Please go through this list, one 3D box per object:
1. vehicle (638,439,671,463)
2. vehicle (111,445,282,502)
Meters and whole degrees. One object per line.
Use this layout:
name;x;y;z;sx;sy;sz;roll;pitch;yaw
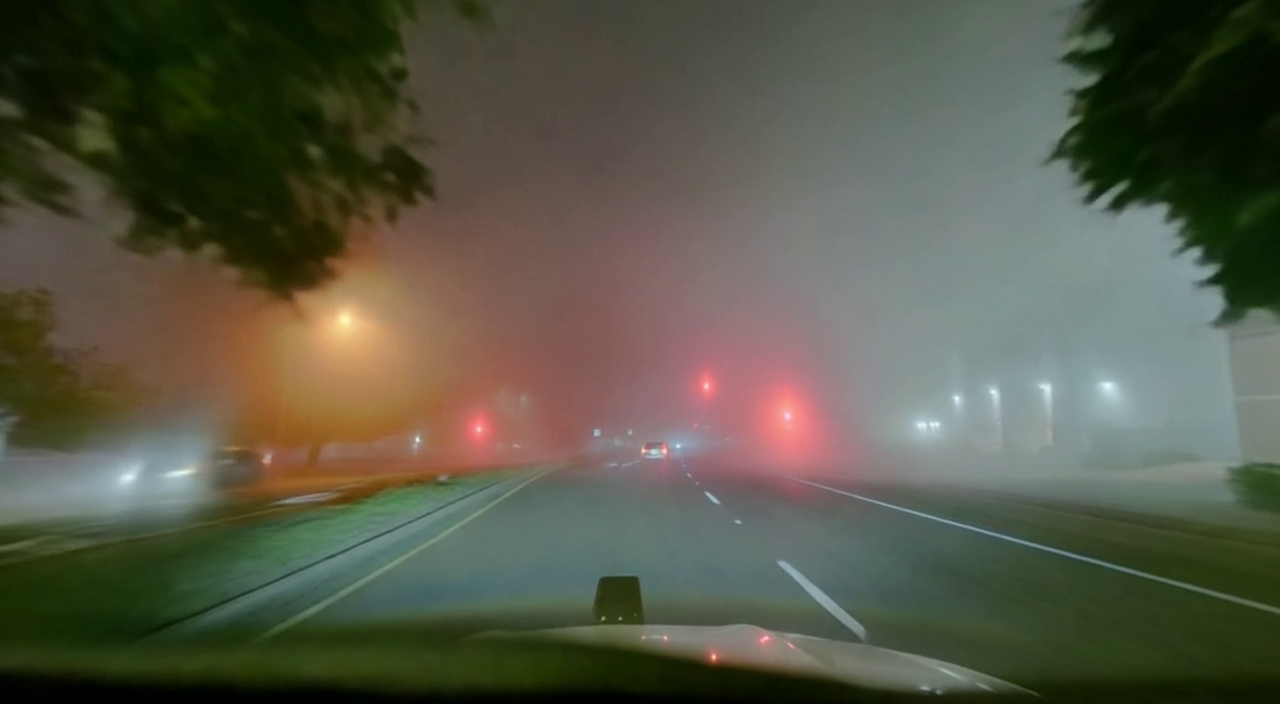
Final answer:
vehicle;1.041;6.776;43.337;2.037;1.568;3.693;0;-8;4
vehicle;-16.212;4.413;23.632;2.292;1.843;5.642;0;-8;0
